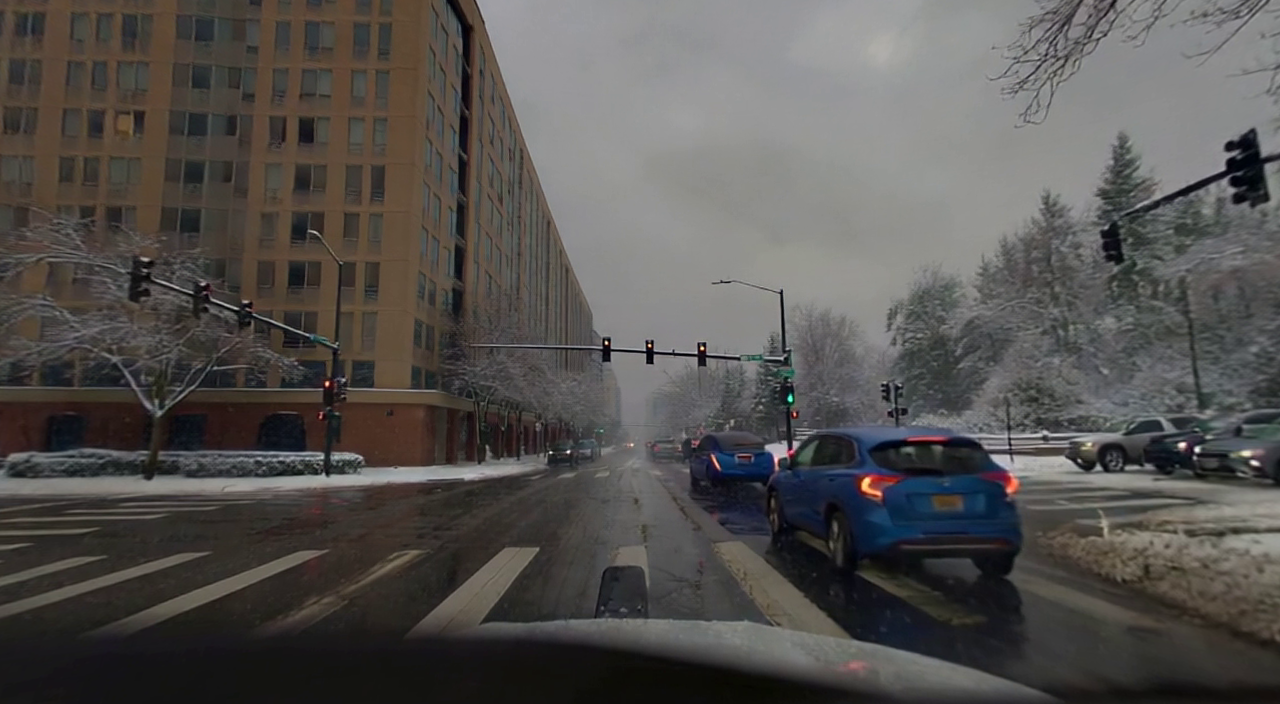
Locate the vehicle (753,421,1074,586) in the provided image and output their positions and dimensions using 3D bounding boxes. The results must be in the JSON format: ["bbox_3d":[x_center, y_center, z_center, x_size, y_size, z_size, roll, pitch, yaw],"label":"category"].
[{"bbox_3d":[2.882,1.699,7.965,2.039,1.470,4.355,0,-8,-1],"label":"vehicle"}]

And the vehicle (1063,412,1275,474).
[{"bbox_3d":[16.924,2.936,20.407,4.802,1.860,2.146,0,-8,1],"label":"vehicle"}]

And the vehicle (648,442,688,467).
[{"bbox_3d":[1.708,6.424,39.791,2.040,1.421,4.550,0,-8,-3],"label":"vehicle"}]

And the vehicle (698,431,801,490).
[{"bbox_3d":[2.971,3.074,18.221,2.009,1.443,4.509,0,-8,-2],"label":"vehicle"}]
